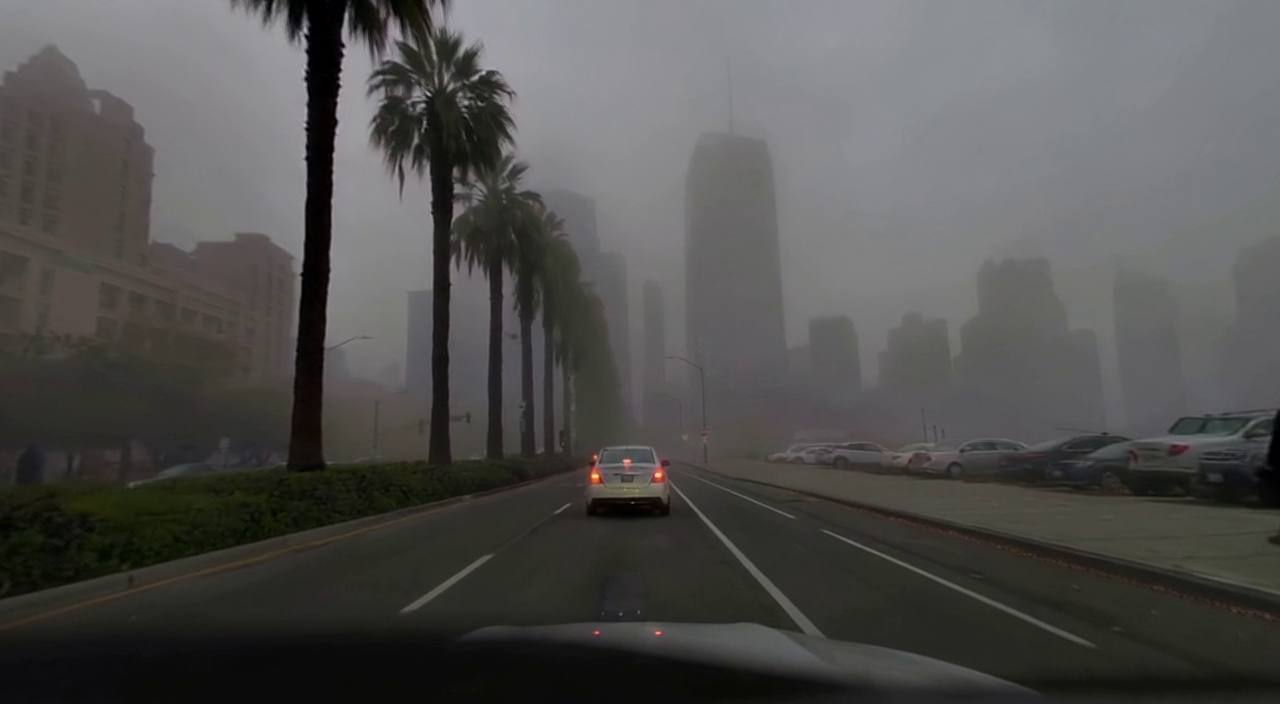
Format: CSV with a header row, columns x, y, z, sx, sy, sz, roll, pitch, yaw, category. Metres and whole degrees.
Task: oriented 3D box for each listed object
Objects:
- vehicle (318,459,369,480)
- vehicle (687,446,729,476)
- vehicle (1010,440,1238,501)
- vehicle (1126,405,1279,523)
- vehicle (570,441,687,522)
x,y,z,sx,sy,sz,roll,pitch,yaw,category
-23.391,9.276,49.881,1.860,1.420,4.472,0,-8,0,vehicle
4.305,7.006,40.652,2.136,1.774,4.778,0,-8,0,vehicle
12.841,3.136,16.942,4.363,1.488,2.248,1,-9,-4,vehicle
12.922,1.987,11.849,5.301,1.962,2.431,-3,-8,4,vehicle
-0.201,2.775,14.033,2.235,1.528,3.876,0,-8,1,vehicle
